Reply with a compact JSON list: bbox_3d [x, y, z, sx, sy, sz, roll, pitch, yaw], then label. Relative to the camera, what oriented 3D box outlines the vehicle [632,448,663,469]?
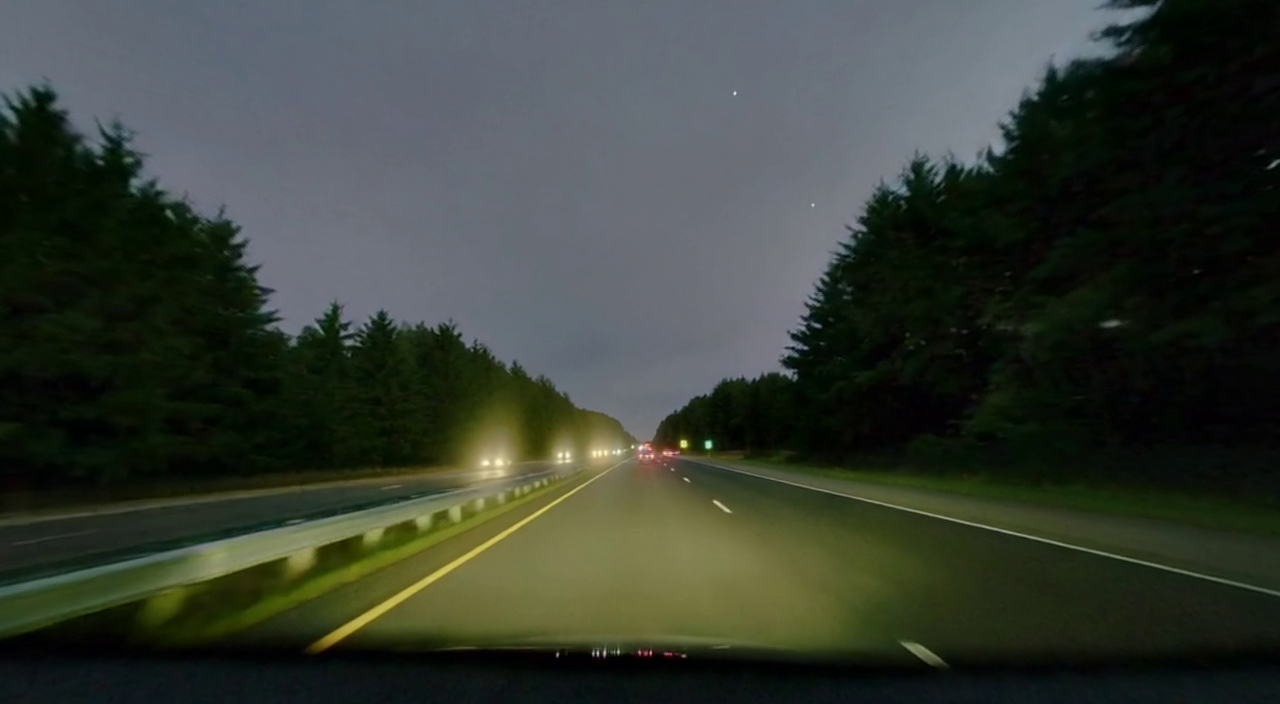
[{"bbox_3d":[0.500,7.788,46.185,2.162,1.492,3.975,0,-9,0],"label":"vehicle"}]
